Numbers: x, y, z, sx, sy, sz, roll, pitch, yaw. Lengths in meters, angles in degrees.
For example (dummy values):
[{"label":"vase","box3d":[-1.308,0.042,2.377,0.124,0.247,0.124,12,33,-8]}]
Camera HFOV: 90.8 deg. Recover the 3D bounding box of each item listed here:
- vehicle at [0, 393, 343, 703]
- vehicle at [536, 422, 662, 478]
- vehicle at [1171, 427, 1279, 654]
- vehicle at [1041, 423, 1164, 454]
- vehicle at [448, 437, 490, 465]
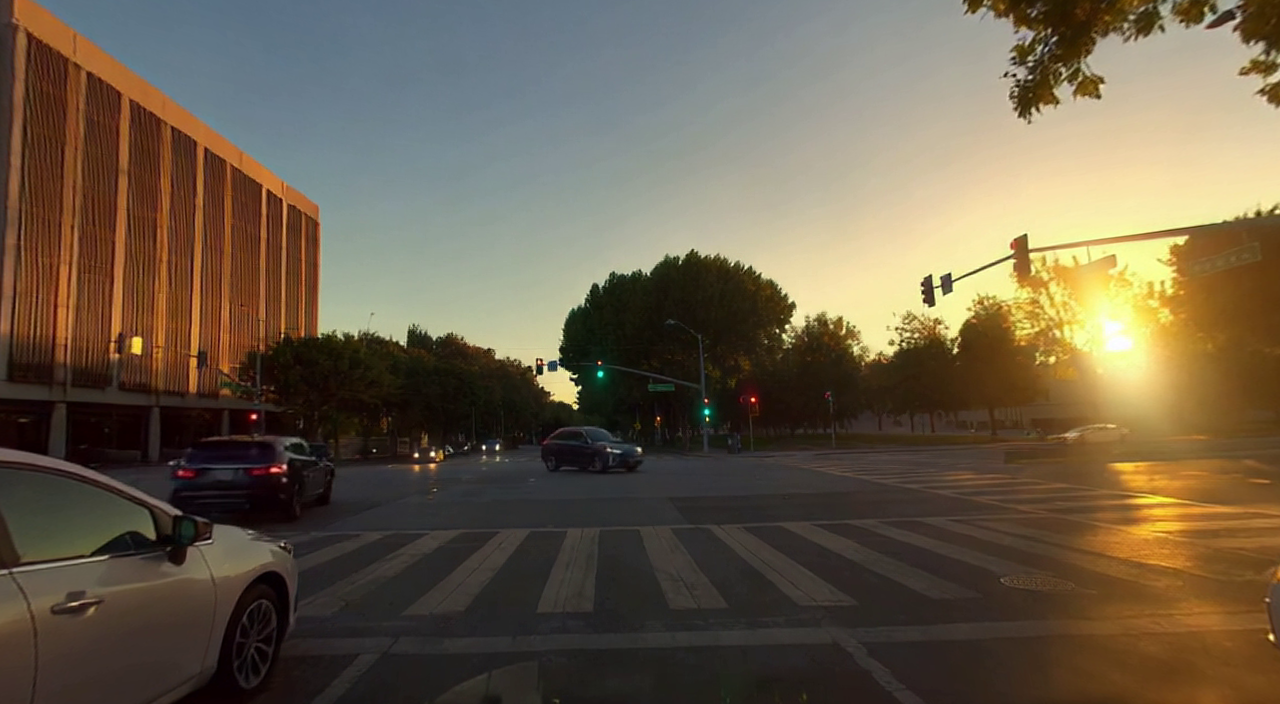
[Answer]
[{"label":"vehicle","box3d":[-3.072,0.896,2.153,1.919,1.478,4.720,0,-8,-1]},{"label":"vehicle","box3d":[-1.645,3.690,23.839,2.109,1.871,4.778,8,-12,-44]},{"label":"vehicle","box3d":[4.945,0.986,2.538,1.949,1.449,4.530,-1,-8,5]},{"label":"vehicle","box3d":[23.287,4.394,31.930,4.660,1.495,2.007,0,-8,-3]},{"label":"vehicle","box3d":[-12.808,7.413,47.549,2.051,1.715,4.346,-3,-6,-2]}]
